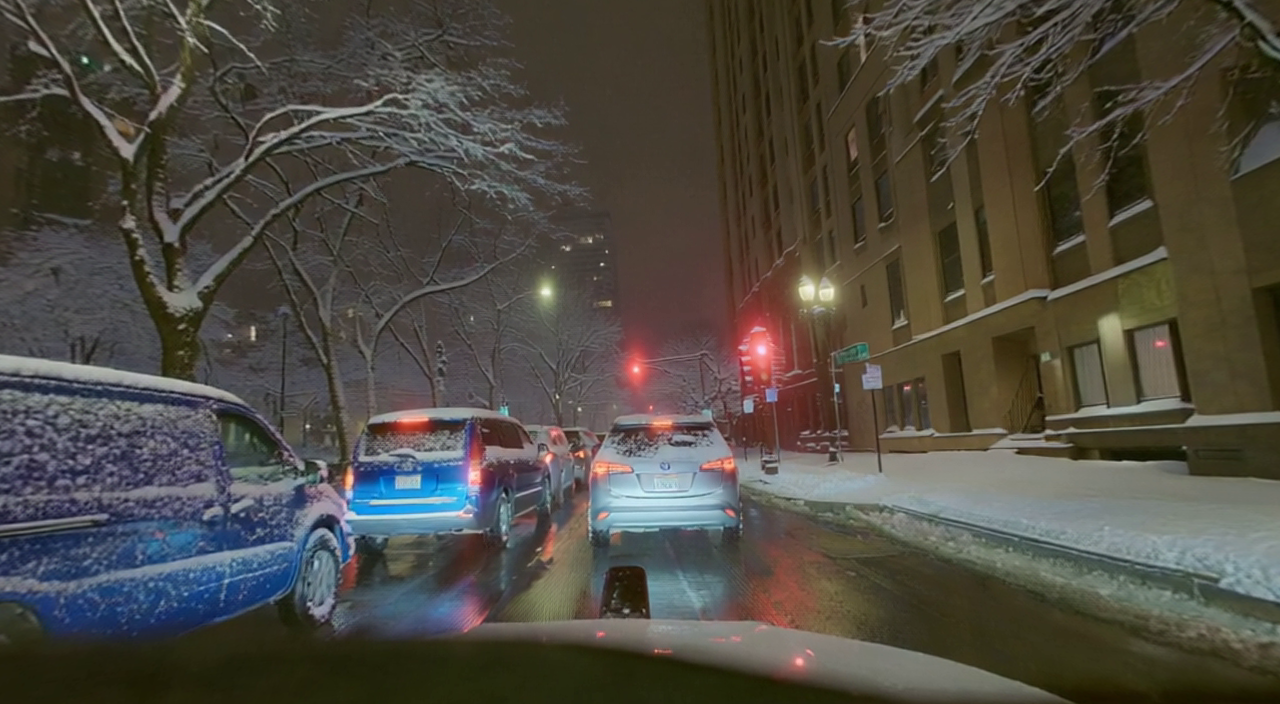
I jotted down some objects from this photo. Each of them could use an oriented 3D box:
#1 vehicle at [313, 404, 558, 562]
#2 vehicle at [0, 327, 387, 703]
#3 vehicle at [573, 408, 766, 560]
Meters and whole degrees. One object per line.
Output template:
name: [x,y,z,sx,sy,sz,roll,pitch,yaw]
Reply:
vehicle: [-2.652,1.843,9.598,2.124,1.799,4.587,0,-8,1]
vehicle: [-3.177,0.979,3.481,1.940,1.722,3.823,0,-8,0]
vehicle: [0.356,1.808,9.251,2.205,1.727,3.917,0,-8,1]
